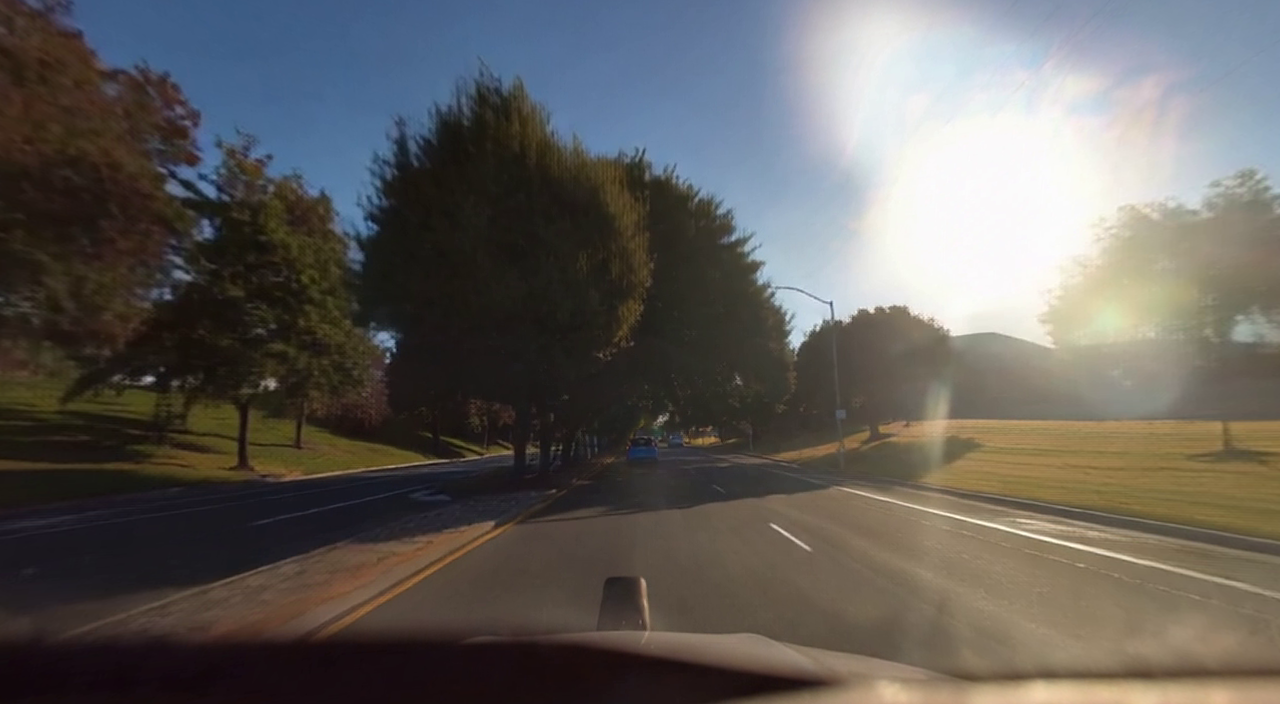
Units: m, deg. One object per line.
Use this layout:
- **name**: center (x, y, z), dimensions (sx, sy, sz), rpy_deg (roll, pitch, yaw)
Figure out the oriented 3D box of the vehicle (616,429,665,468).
- **vehicle**: center (0.049, 4.695, 30.710), dimensions (2.256, 1.734, 4.176), rpy_deg (0, -8, 1)
